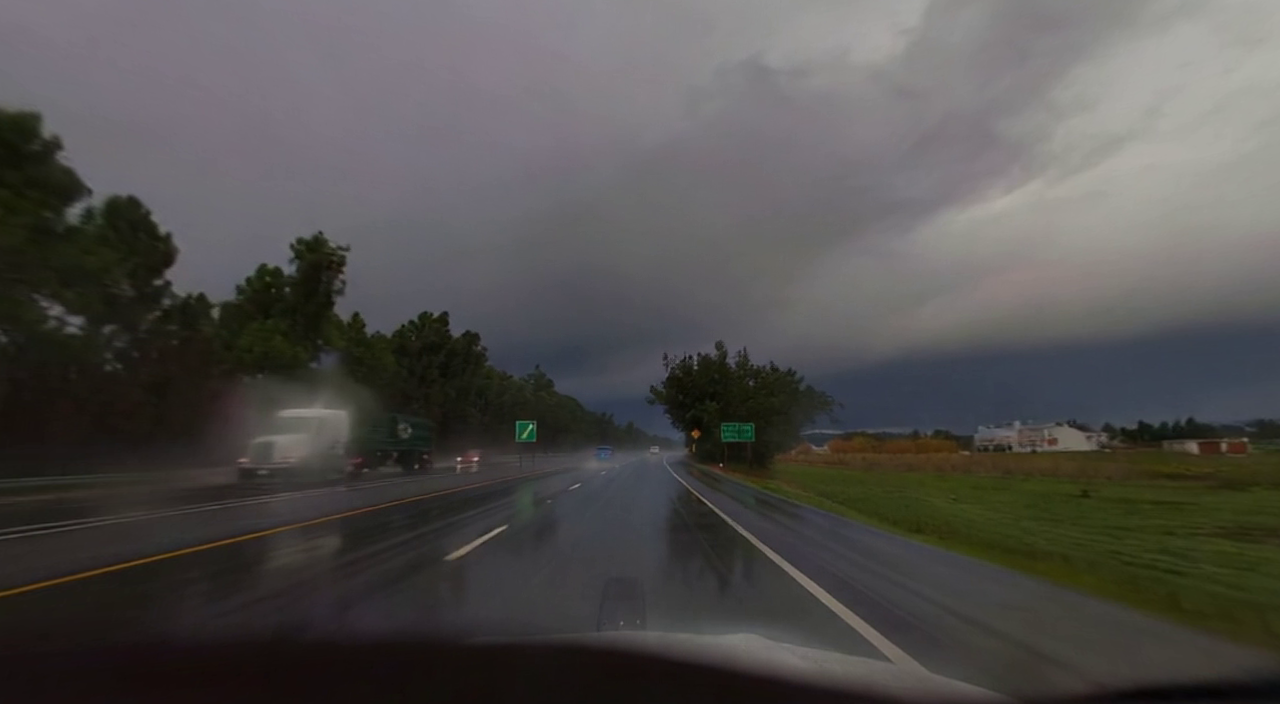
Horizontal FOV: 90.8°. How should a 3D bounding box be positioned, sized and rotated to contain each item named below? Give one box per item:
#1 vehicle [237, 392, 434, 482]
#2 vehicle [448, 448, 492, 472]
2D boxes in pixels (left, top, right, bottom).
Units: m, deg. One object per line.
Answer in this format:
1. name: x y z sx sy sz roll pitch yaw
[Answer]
1. vehicle: -16.481 5.108 36.943 2.833 4.040 16.950 0 -9 1
2. vehicle: -12.175 7.749 45.506 1.955 1.579 4.392 0 -9 0
